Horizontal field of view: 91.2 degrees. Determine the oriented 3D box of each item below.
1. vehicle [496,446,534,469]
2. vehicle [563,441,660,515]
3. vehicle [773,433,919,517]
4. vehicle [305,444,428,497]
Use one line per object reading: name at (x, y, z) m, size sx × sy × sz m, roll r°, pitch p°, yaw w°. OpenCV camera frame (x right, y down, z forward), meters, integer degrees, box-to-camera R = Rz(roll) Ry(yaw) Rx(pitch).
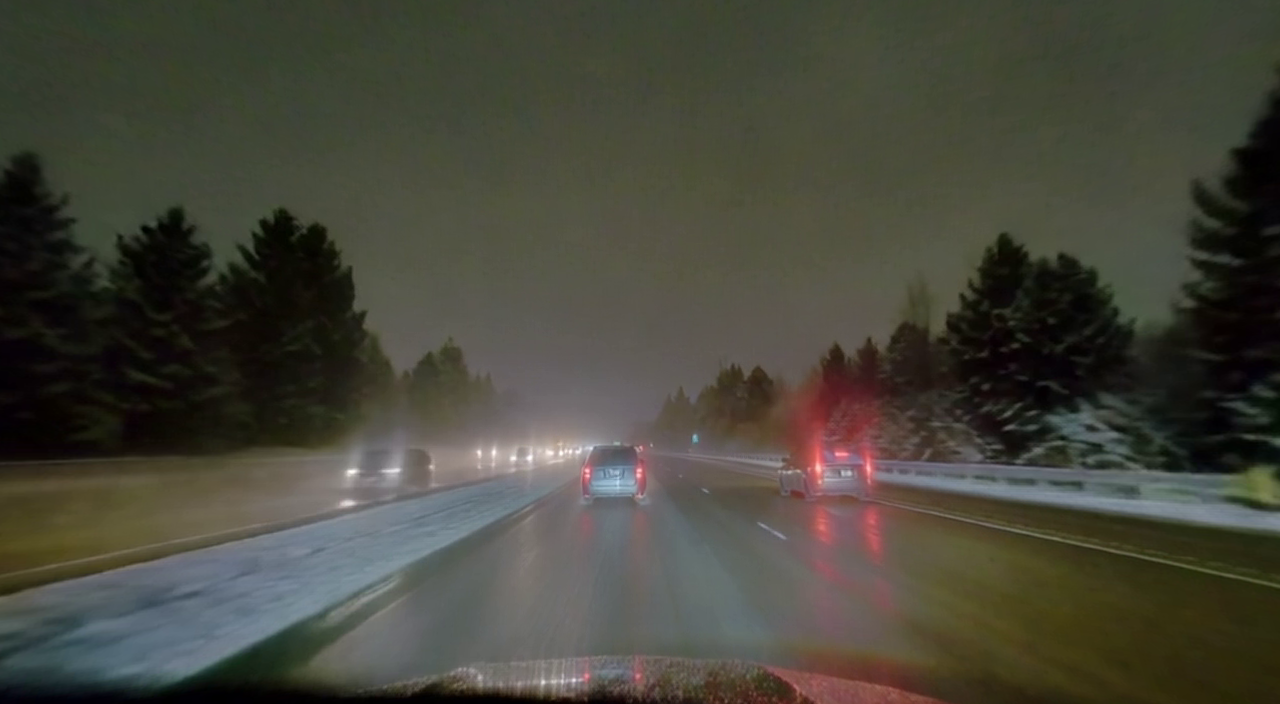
vehicle at (-9.008, 7.621, 45.542) m, size 1.883 × 1.531 × 4.526 m, roll 0°, pitch -9°, yaw -1°
vehicle at (-0.600, 2.941, 15.123) m, size 2.013 × 1.479 × 4.169 m, roll 0°, pitch -9°, yaw 0°
vehicle at (4.328, 2.633, 13.859) m, size 1.910 × 1.554 × 3.718 m, roll 0°, pitch -9°, yaw -1°
vehicle at (-8.630, 3.753, 20.285) m, size 1.927 × 1.496 × 4.600 m, roll 0°, pitch -9°, yaw 0°
